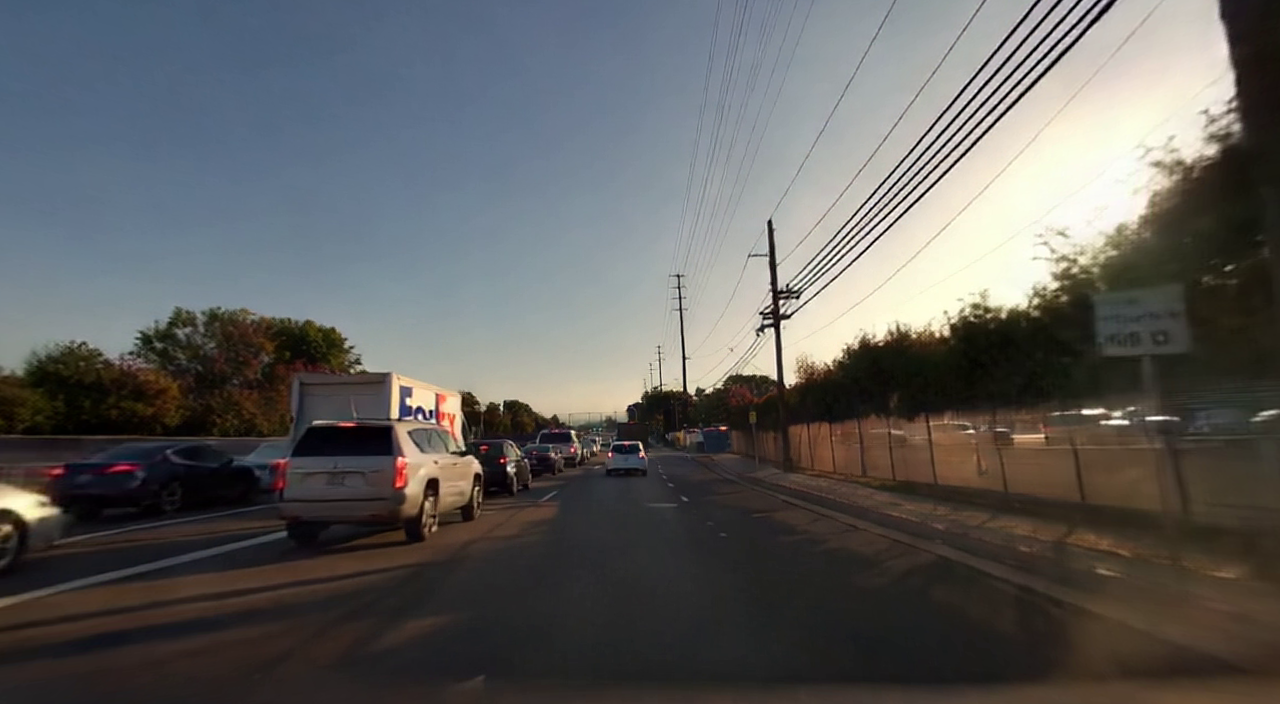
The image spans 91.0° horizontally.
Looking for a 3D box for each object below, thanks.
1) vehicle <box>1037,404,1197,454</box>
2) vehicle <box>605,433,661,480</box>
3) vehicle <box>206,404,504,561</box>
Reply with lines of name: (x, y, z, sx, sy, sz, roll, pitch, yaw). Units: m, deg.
vehicle: (32.683, 5.337, 43.291, 8.848, 3.271, 2.774, 0, -9, -5)
vehicle: (-0.300, 4.111, 25.031, 2.055, 1.671, 4.147, 0, -8, -1)
vehicle: (-3.840, 1.872, 9.781, 2.263, 1.803, 4.868, 0, -8, 1)
